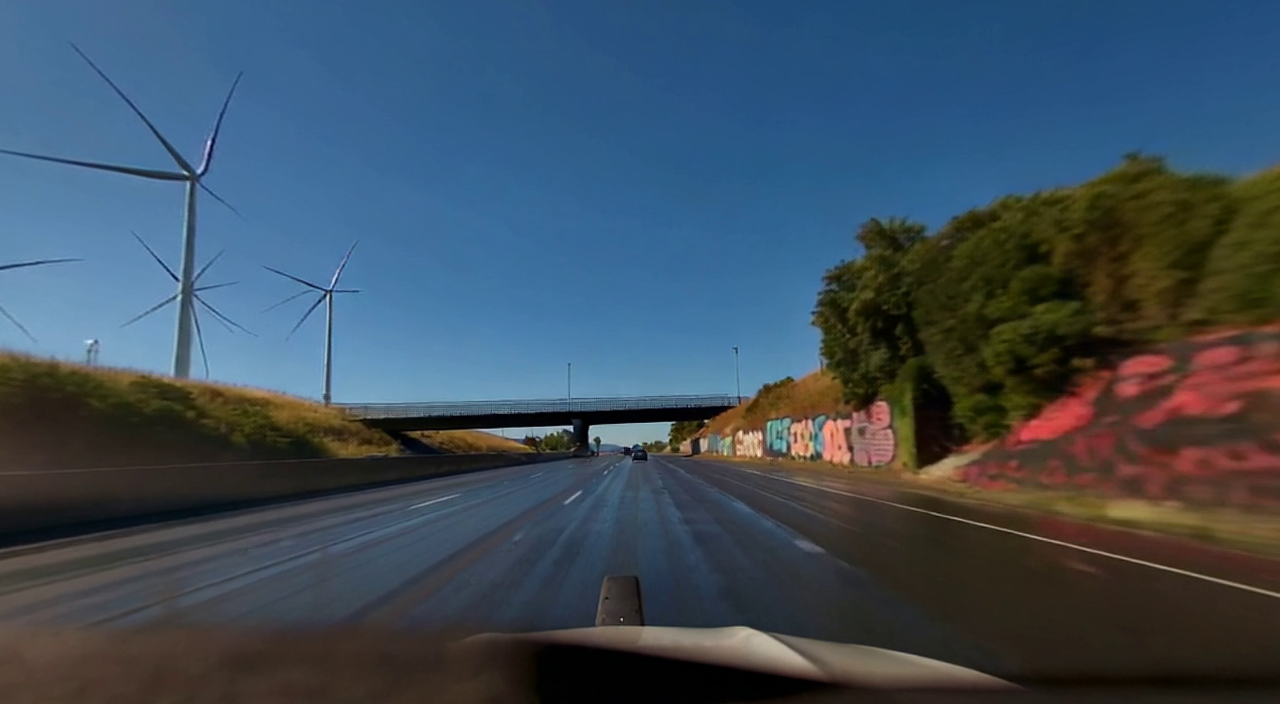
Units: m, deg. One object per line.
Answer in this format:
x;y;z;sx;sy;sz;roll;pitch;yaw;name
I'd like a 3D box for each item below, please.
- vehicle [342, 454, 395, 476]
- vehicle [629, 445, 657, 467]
-19.068;7.974;44.538;1.783;1.432;4.354;0;-9;1;vehicle
0.181;7.250;44.117;1.870;1.481;4.234;0;-9;0;vehicle
